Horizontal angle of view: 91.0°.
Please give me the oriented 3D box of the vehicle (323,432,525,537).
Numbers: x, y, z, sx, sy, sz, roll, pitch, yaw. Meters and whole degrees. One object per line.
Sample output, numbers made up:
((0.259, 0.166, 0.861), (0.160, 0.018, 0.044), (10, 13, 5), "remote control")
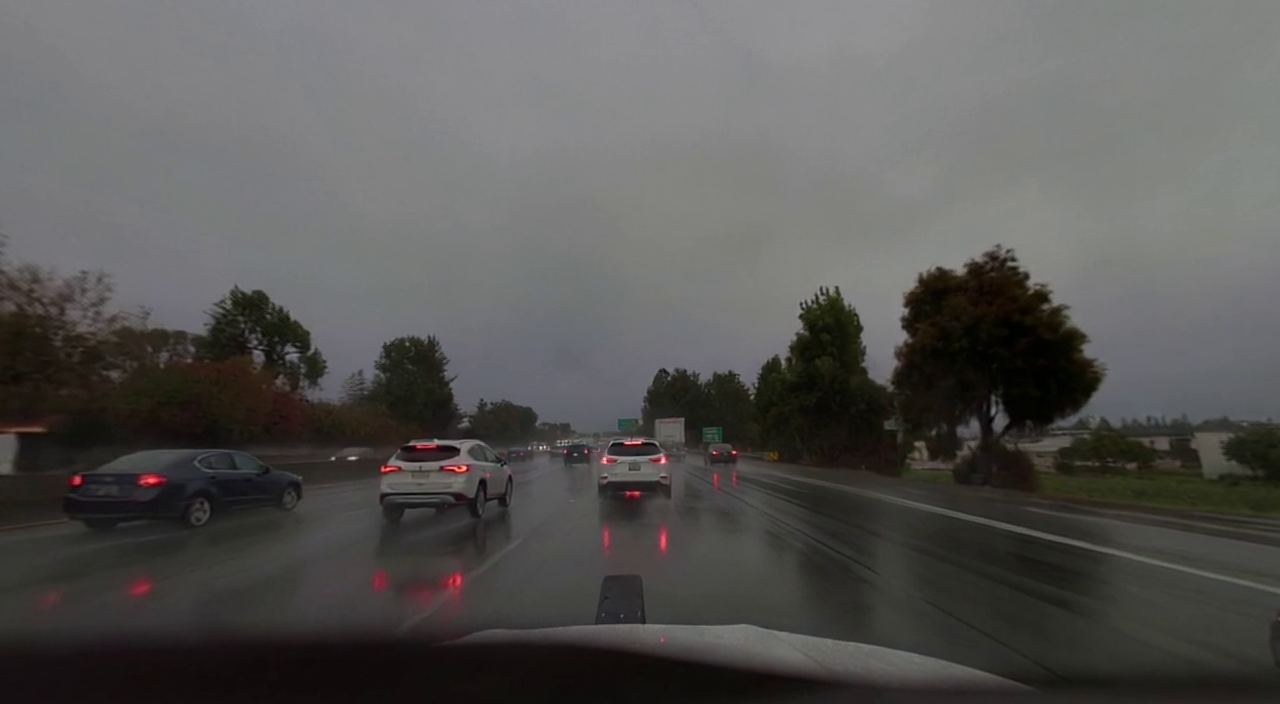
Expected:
((-3.530, 2.249, 11.333), (2.011, 1.498, 4.341), (0, -9, 1), "vehicle")

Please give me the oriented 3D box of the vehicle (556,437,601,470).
((-3.558, 5.981, 37.154), (2.142, 1.808, 4.266), (0, -9, 1), "vehicle")

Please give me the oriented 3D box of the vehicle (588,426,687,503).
((-0.045, 2.856, 16.378), (2.223, 1.722, 4.177), (0, -9, 0), "vehicle")

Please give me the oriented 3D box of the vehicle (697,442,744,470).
((4.540, 5.952, 36.180), (2.006, 1.474, 4.669), (0, -9, -1), "vehicle")

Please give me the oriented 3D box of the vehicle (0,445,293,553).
((-7.870, 2.229, 10.317), (1.948, 1.391, 4.111), (0, -9, 1), "vehicle")
